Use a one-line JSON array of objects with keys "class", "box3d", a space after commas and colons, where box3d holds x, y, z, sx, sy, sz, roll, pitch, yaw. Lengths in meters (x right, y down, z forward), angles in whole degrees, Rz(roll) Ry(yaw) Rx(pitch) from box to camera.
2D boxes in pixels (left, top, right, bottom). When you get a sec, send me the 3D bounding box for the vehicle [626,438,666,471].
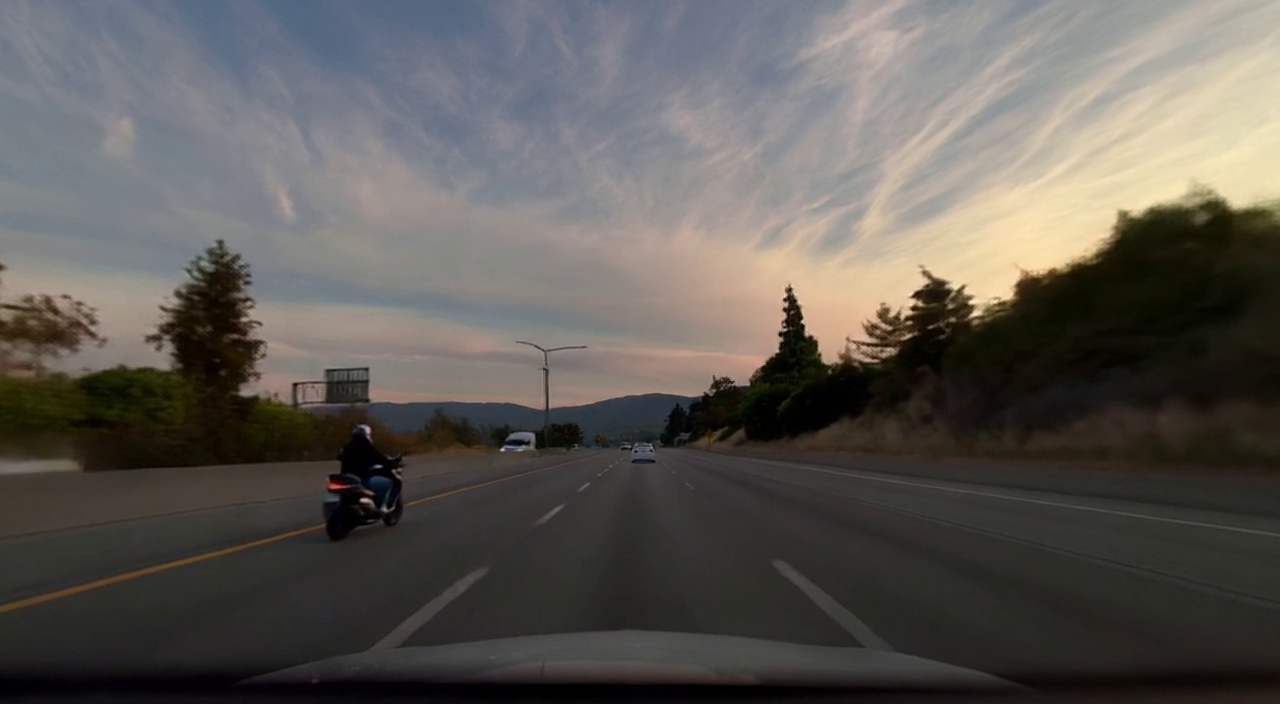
[{"class": "vehicle", "box3d": [0.356, 6.103, 37.725, 2.247, 1.825, 4.036, 0, -9, 0]}]
